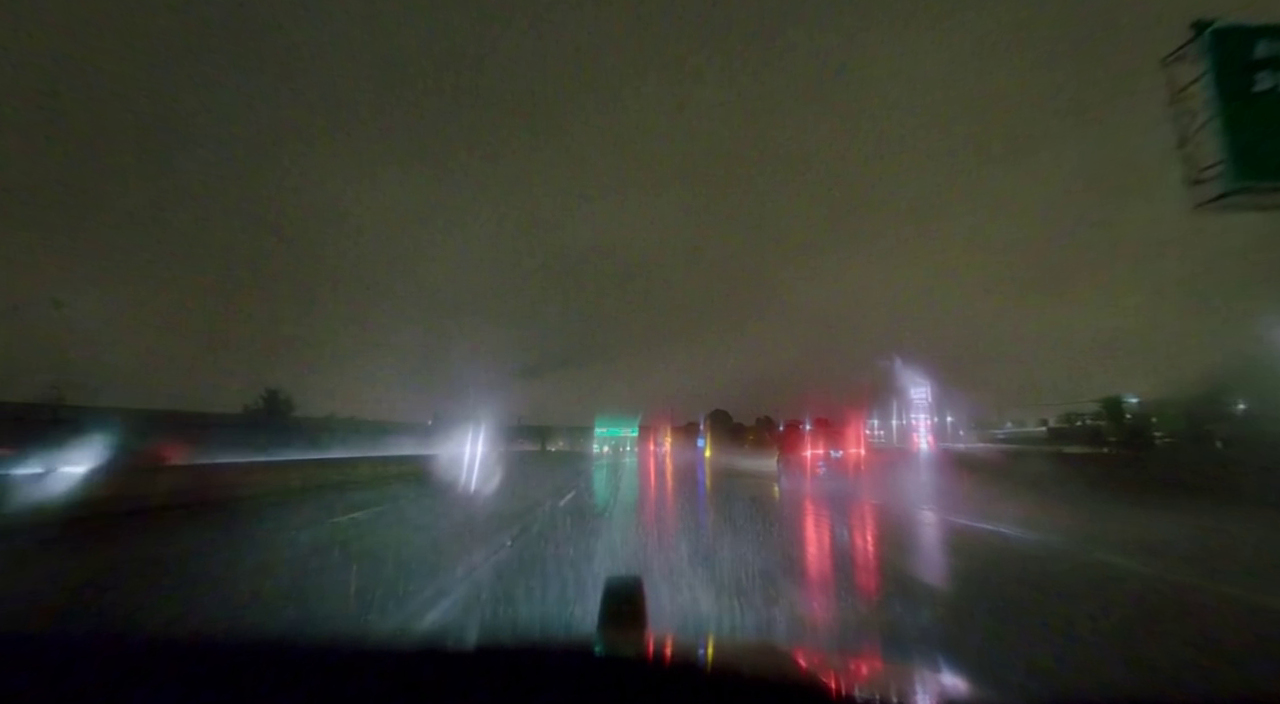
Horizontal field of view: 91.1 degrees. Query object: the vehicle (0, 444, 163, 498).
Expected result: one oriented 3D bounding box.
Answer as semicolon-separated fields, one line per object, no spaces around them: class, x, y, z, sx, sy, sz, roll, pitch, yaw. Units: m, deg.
vehicle;-18.010;3.705;20.047;1.889;1.474;4.727;0;-8;-1
